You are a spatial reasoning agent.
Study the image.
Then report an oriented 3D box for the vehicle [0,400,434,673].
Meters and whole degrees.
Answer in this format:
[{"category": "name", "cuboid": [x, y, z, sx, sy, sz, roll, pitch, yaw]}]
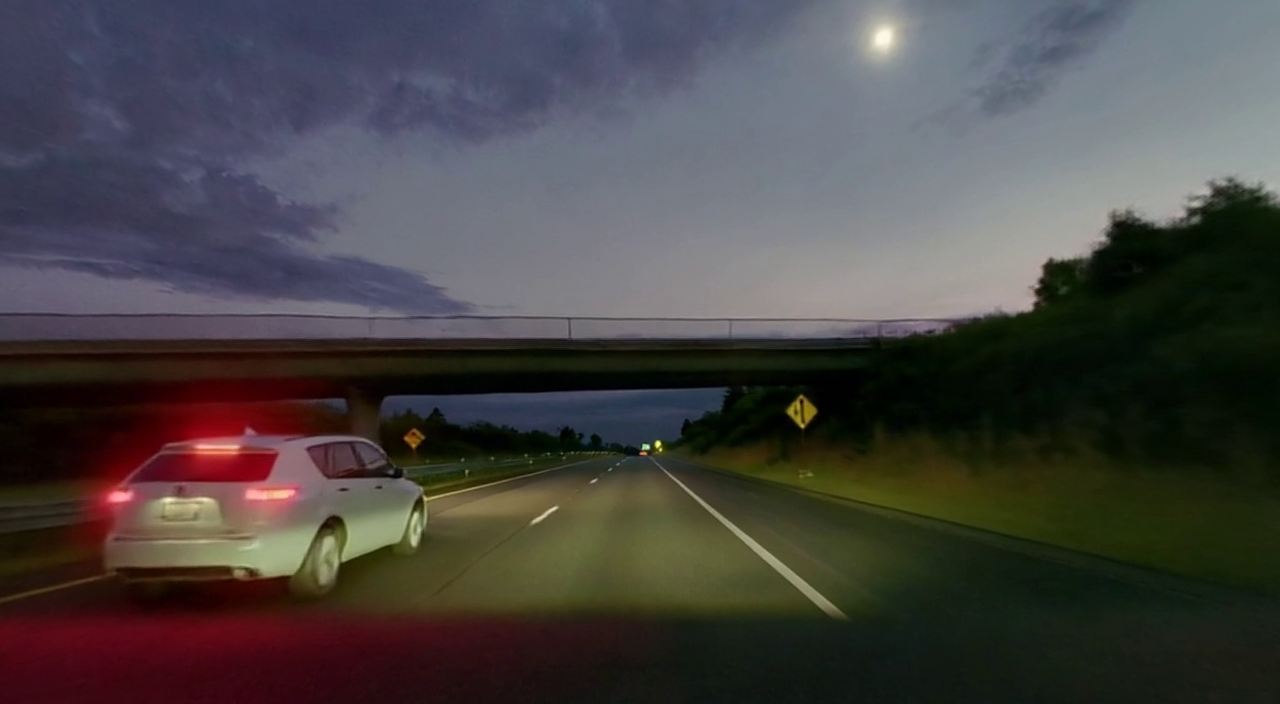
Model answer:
[{"category": "vehicle", "cuboid": [-3.789, 1.467, 6.079, 2.082, 1.668, 4.274, 0, -9, 1]}]
